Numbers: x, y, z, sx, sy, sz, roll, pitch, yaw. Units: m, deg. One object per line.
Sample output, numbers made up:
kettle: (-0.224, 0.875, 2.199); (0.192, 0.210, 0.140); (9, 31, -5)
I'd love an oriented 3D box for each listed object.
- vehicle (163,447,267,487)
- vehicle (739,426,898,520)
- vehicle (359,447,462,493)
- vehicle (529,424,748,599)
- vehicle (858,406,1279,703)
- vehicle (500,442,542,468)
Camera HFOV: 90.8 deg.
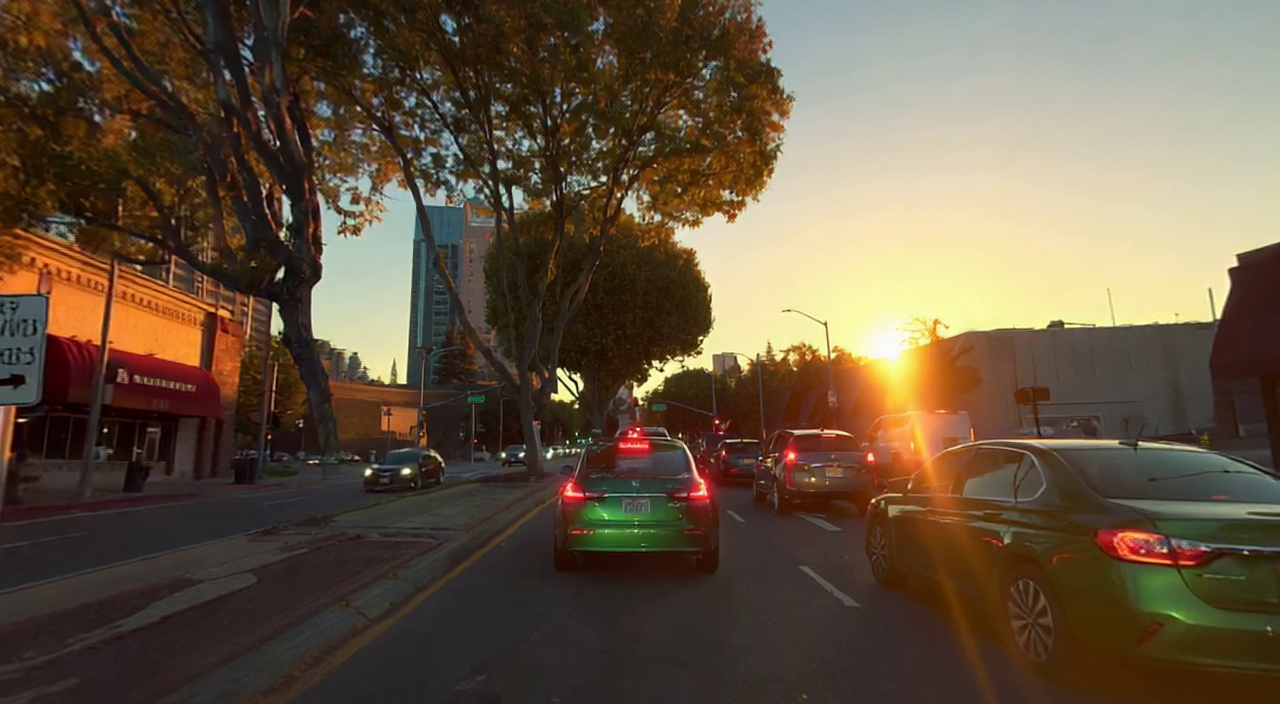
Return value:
vehicle: (-20.602, 5.519, 30.637); (4.329, 1.773, 2.072); (-4, -9, 24)
vehicle: (3.527, 2.476, 13.431); (2.025, 1.660, 4.263); (0, -9, -1)
vehicle: (-7.975, 4.121, 22.462); (1.991, 1.433, 4.261); (0, -9, 1)
vehicle: (-0.032, 1.651, 7.302); (1.887, 1.487, 3.535); (0, -9, -1)
vehicle: (3.303, 1.255, 4.496); (1.988, 1.480, 4.195); (0, -9, 0)
vehicle: (-8.138, 7.073, 43.677); (2.079, 1.695, 4.374); (0, -9, 0)
